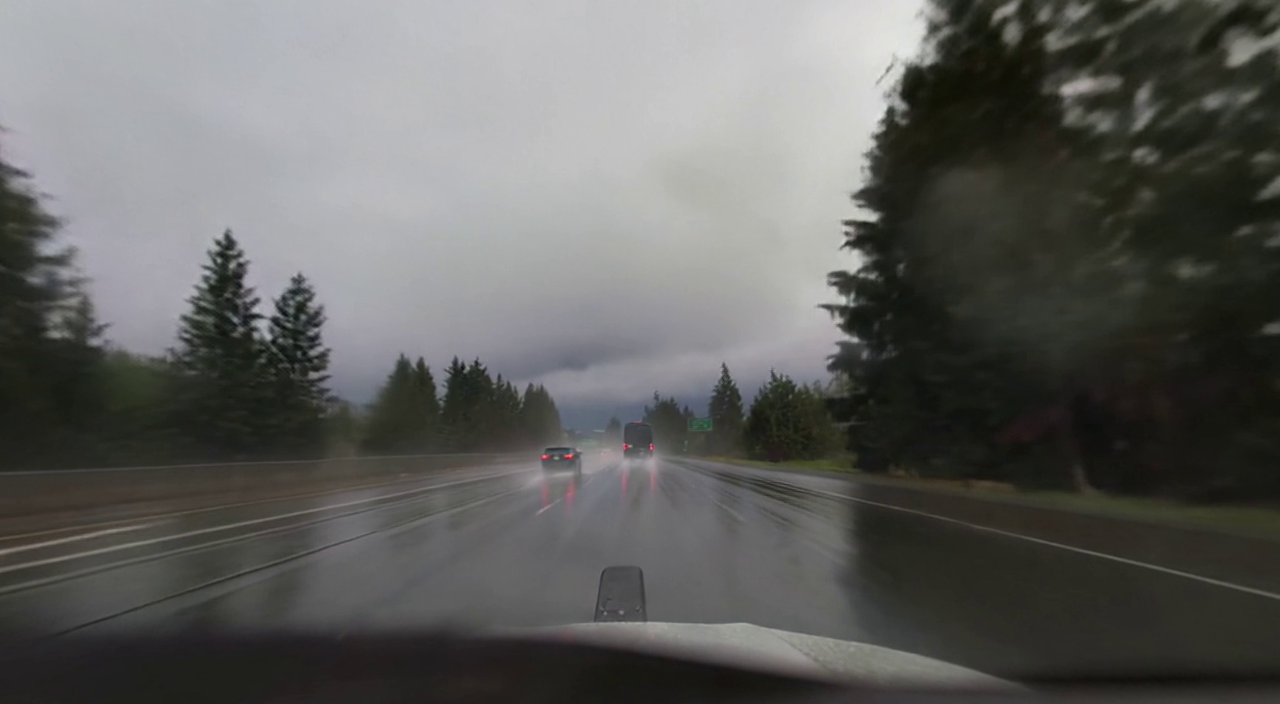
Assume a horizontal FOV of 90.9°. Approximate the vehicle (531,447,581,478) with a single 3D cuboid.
[{"bbox_3d":[-4.265,5.663,32.589,1.916,1.506,4.476,0,-9,1],"label":"vehicle"}]
